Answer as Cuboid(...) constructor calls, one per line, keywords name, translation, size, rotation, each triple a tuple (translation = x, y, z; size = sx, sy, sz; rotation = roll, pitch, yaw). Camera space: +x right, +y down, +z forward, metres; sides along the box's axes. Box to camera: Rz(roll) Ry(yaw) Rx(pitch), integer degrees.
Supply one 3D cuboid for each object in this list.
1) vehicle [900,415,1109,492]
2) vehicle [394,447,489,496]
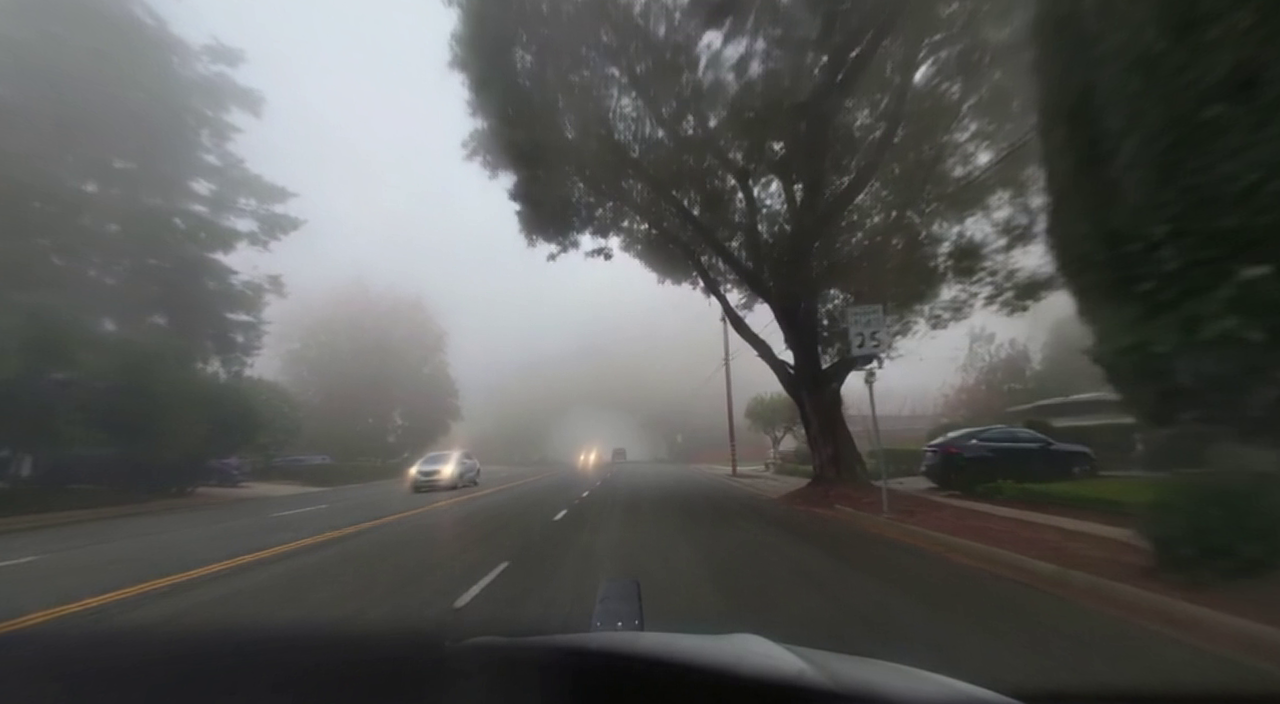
Cuboid(name="vehicle", translation=(10.536, 3.032, 18.606), size=(4.583, 1.853, 2.260), rotation=(-2, -14, -2))
Cuboid(name="vehicle", translation=(-7.183, 4.338, 23.389), size=(1.951, 1.613, 4.654), rotation=(0, -8, 1))
